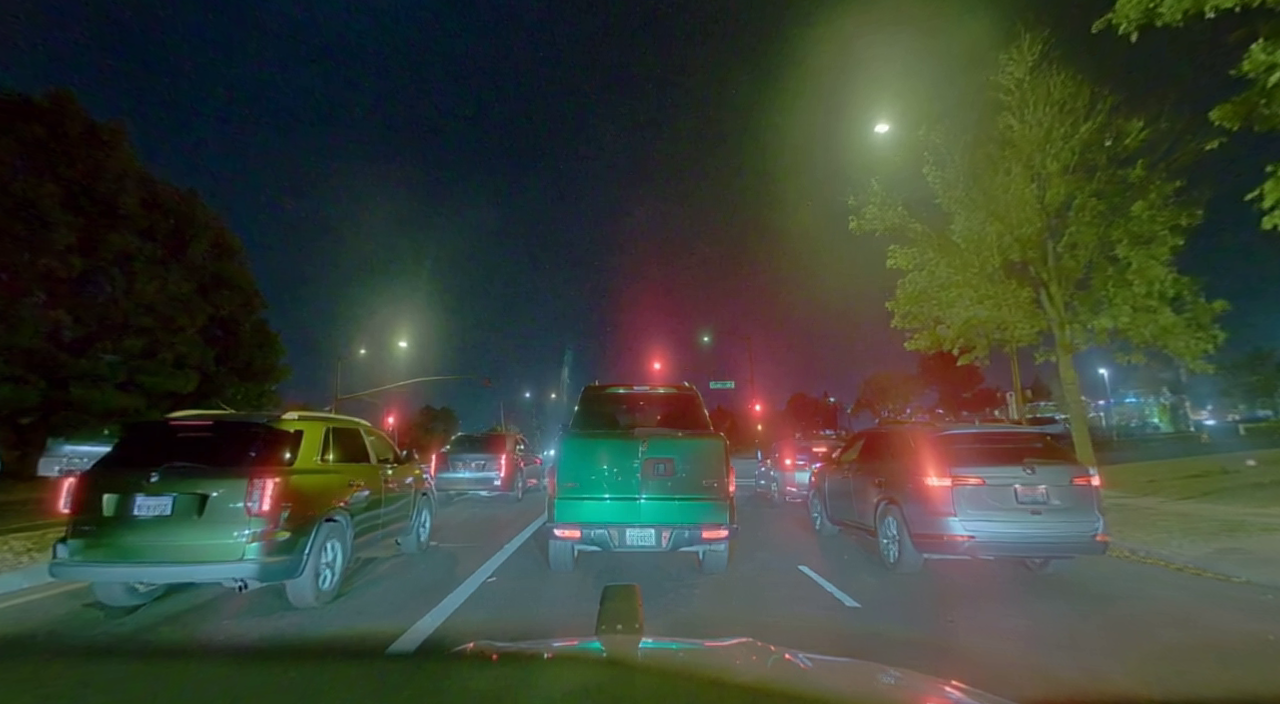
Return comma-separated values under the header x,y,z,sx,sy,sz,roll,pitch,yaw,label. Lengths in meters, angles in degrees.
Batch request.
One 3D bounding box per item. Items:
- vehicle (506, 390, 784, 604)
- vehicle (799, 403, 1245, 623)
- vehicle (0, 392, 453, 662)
x,y,z,sx,sy,sz,roll,pitch,yaw,label
0.020,1.489,7.248,2.294,1.761,3.857,0,-9,-1,vehicle
3.476,1.551,7.044,2.202,1.657,4.298,0,-9,-1,vehicle
-3.375,1.373,5.967,1.961,1.639,4.064,0,-9,0,vehicle
